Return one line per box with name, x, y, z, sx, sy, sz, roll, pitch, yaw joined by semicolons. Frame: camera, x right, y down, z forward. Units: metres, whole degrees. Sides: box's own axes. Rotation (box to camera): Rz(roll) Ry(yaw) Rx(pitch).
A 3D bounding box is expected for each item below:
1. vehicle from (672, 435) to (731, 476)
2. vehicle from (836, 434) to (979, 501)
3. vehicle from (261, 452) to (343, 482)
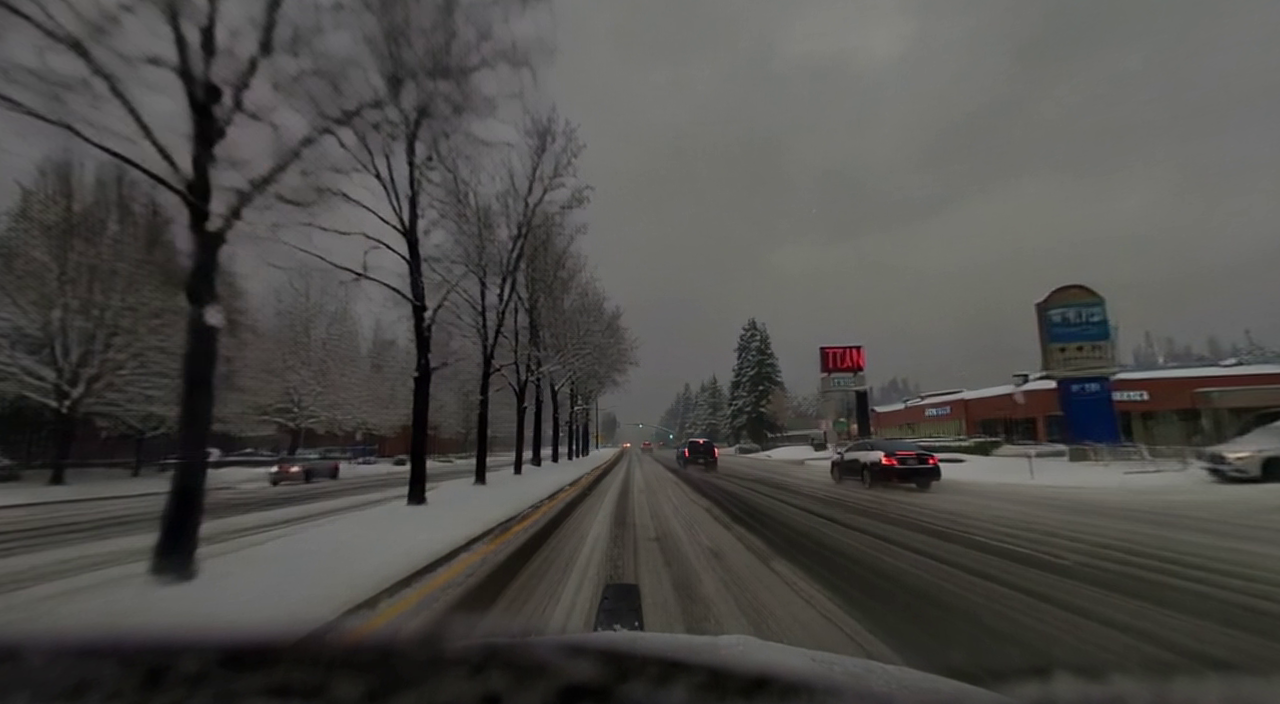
vehicle;2.674;4.642;28.427;2.161;1.676;4.151;0;-9;-1
vehicle;6.826;2.977;16.617;1.886;1.528;4.169;0;-9;-1
vehicle;-17.987;6.112;33.774;1.851;1.480;4.501;0;-9;1
